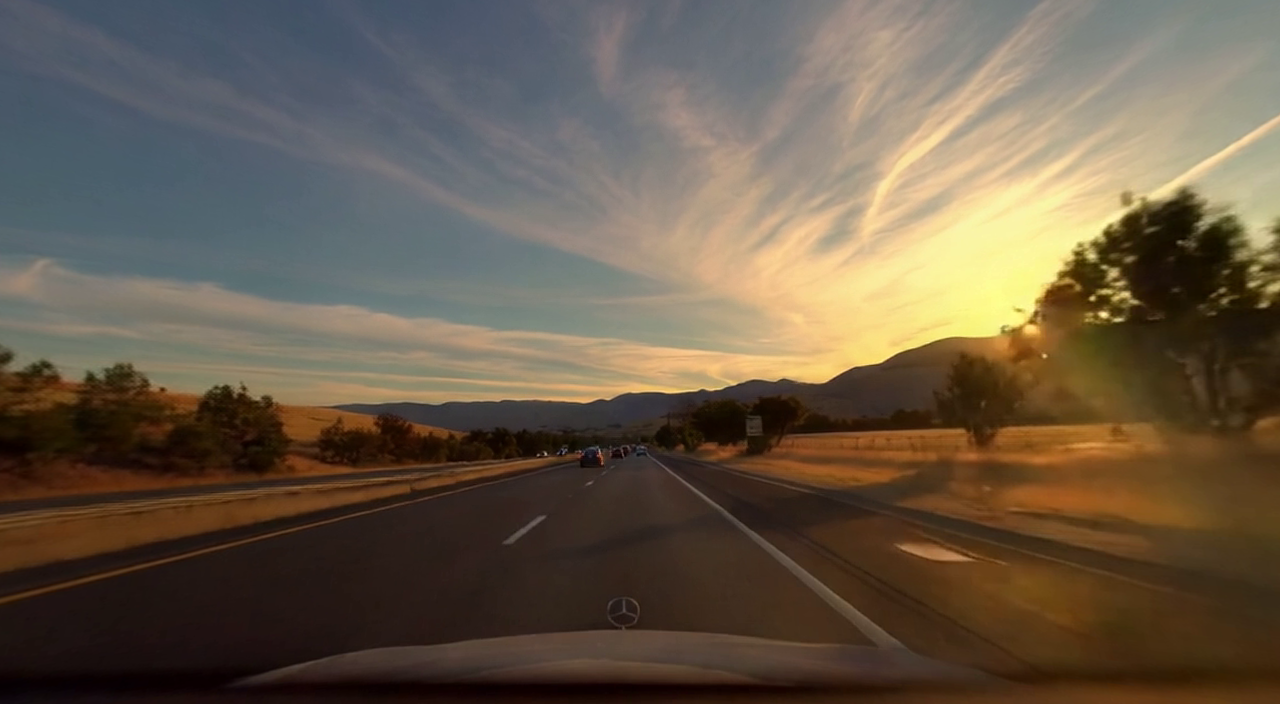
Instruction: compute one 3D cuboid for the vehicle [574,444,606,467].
[{"bbox_3d":[-3.872,8.042,49.267,2.132,1.701,4.303,0,-9,0],"label":"vehicle"}]
